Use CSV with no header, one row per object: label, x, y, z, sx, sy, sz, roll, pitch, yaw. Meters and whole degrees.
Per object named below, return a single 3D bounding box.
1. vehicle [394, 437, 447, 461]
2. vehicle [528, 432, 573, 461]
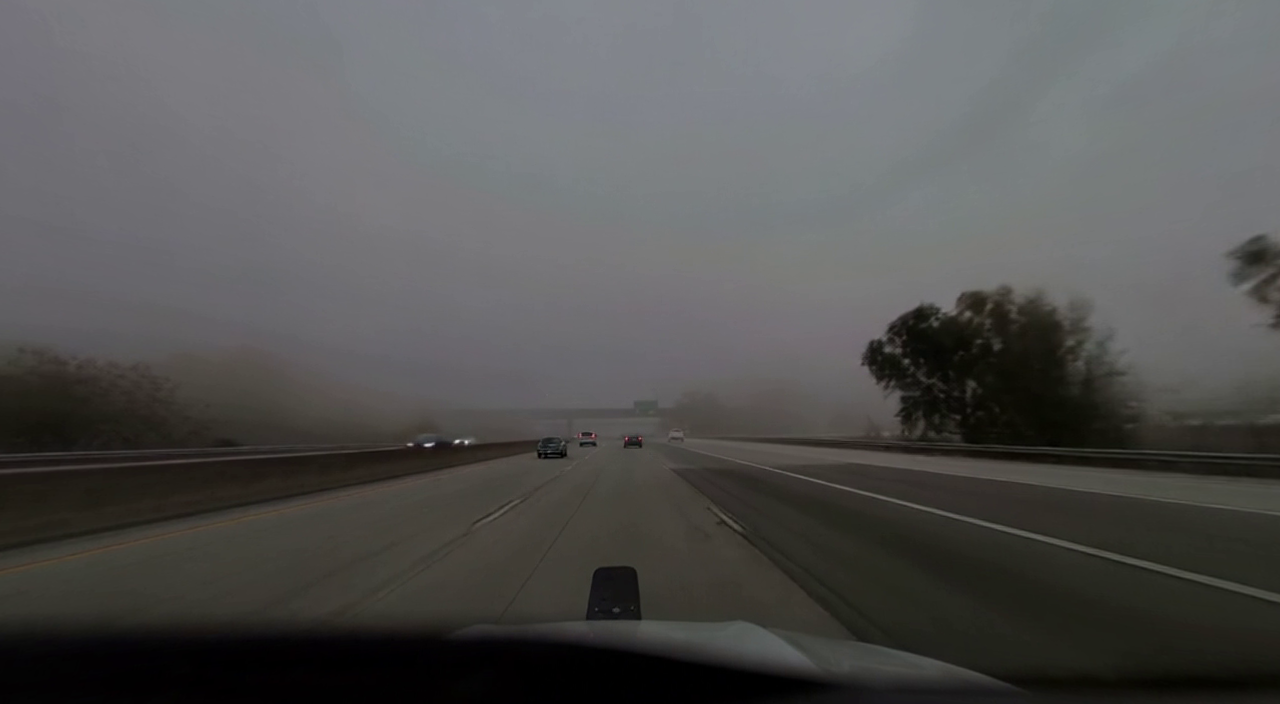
vehicle,-13.852,6.111,40.005,1.851,1.451,4.277,0,-8,-1
vehicle,-4.892,5.231,35.011,1.933,1.473,4.023,0,-8,0
